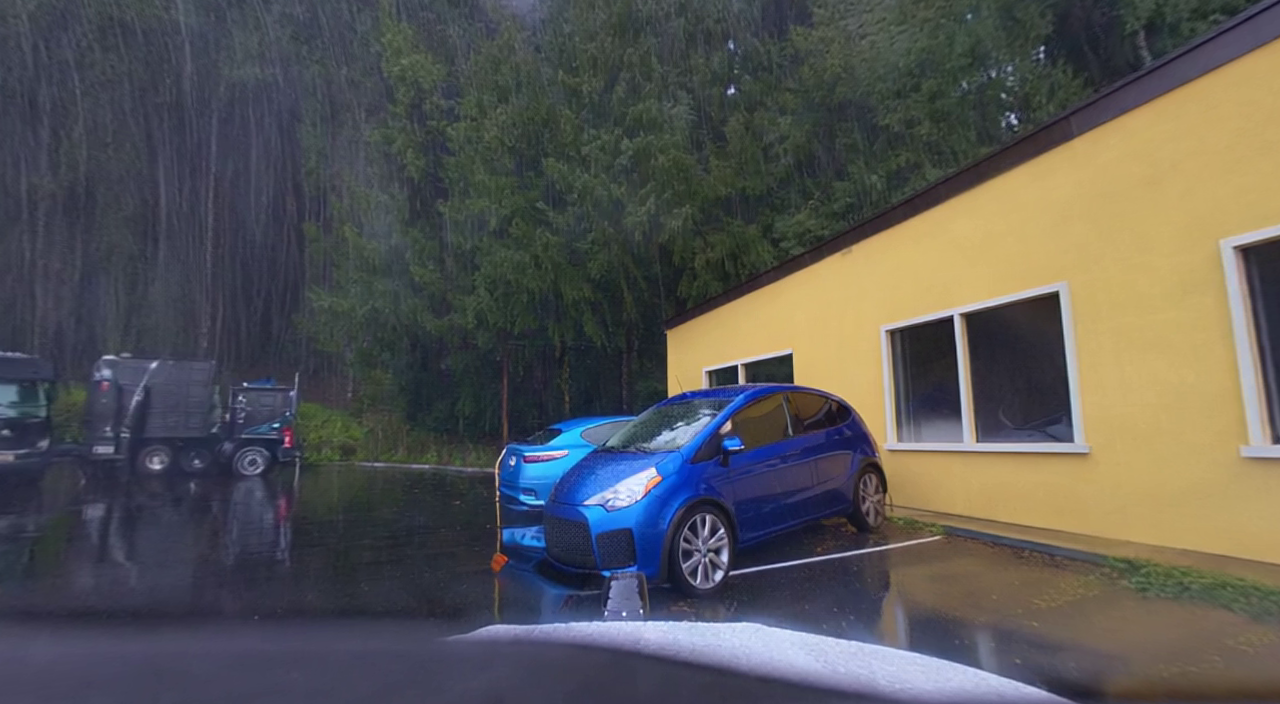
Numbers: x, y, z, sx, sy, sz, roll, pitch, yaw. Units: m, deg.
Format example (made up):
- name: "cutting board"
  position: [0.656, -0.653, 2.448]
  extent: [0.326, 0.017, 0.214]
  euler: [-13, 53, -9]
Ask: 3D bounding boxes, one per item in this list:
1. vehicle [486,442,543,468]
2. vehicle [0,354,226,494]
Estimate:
- name: "vehicle"
  position: [-7.759, 6.413, 39.210]
  extent: [1.809, 1.506, 3.473]
  euler: [-4, -10, 23]
- name: "vehicle"
  position: [-19.980, 2.728, 22.400]
  extent: [11.906, 4.069, 2.948]
  euler: [-5, -10, 27]
